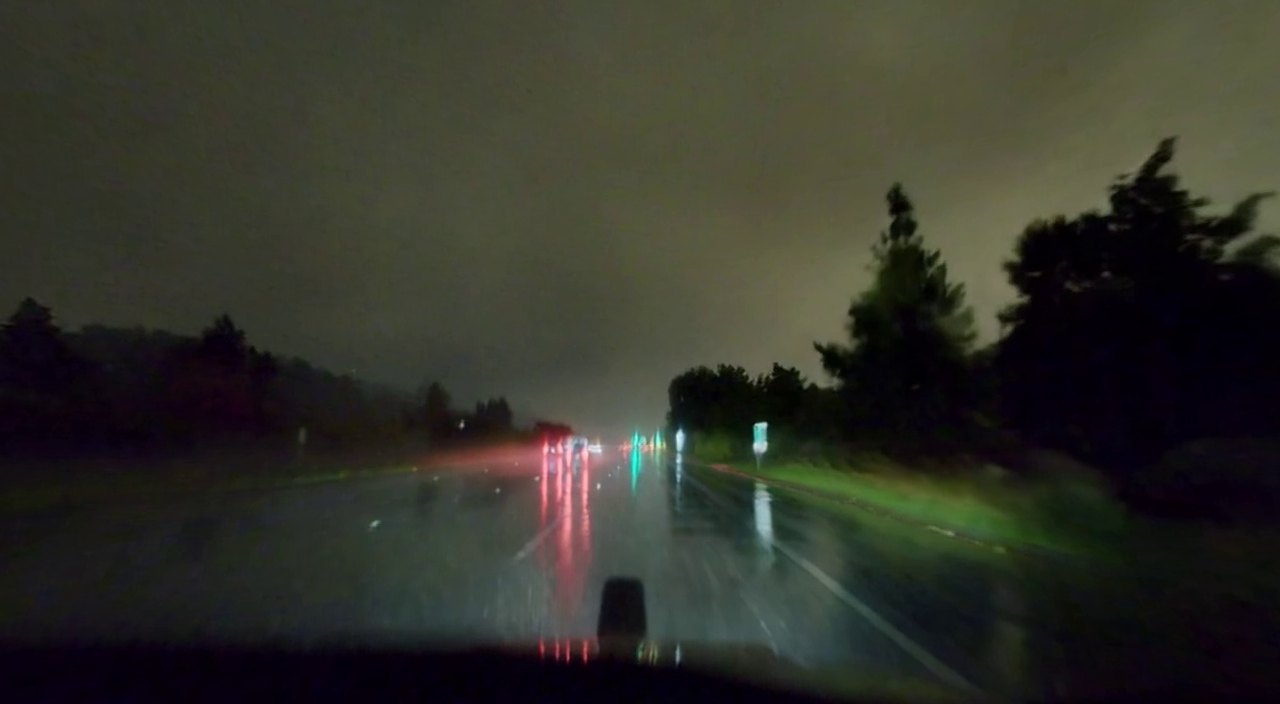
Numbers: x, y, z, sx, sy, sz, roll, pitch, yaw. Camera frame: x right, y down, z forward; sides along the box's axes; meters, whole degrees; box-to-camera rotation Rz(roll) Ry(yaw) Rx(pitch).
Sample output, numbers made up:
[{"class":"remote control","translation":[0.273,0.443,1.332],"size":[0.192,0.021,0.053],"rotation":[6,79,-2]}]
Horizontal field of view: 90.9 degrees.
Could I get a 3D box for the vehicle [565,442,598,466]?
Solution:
[{"class":"vehicle","translation":[-3.827,6.740,41.782],"size":[1.786,1.488,4.023],"rotation":[0,-8,0]}]
